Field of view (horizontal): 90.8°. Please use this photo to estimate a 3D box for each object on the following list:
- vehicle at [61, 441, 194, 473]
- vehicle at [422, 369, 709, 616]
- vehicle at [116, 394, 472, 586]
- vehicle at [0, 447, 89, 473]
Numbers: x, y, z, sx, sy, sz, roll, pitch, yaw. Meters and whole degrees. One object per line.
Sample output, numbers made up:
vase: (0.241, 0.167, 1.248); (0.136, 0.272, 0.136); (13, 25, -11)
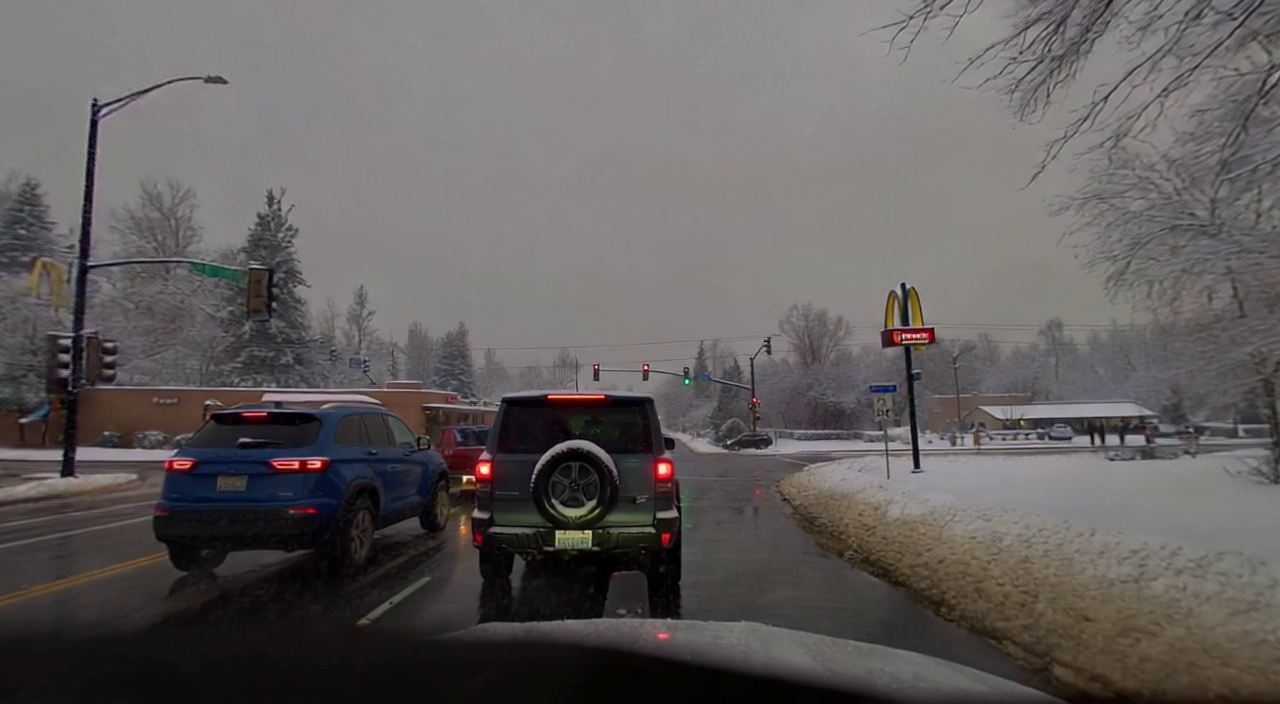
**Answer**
vehicle: (-25.247, 5.179, 31.365); (4.713, 1.445, 1.887); (4, -9, -24)
vehicle: (-0.628, 1.438, 7.341); (2.224, 1.923, 4.643); (0, -8, -1)
vehicle: (-3.911, 1.652, 8.345); (2.130, 1.819, 4.497); (0, -8, 0)
vehicle: (-36.025, 6.386, 37.561); (4.441, 1.447, 1.925); (4, -9, -26)
